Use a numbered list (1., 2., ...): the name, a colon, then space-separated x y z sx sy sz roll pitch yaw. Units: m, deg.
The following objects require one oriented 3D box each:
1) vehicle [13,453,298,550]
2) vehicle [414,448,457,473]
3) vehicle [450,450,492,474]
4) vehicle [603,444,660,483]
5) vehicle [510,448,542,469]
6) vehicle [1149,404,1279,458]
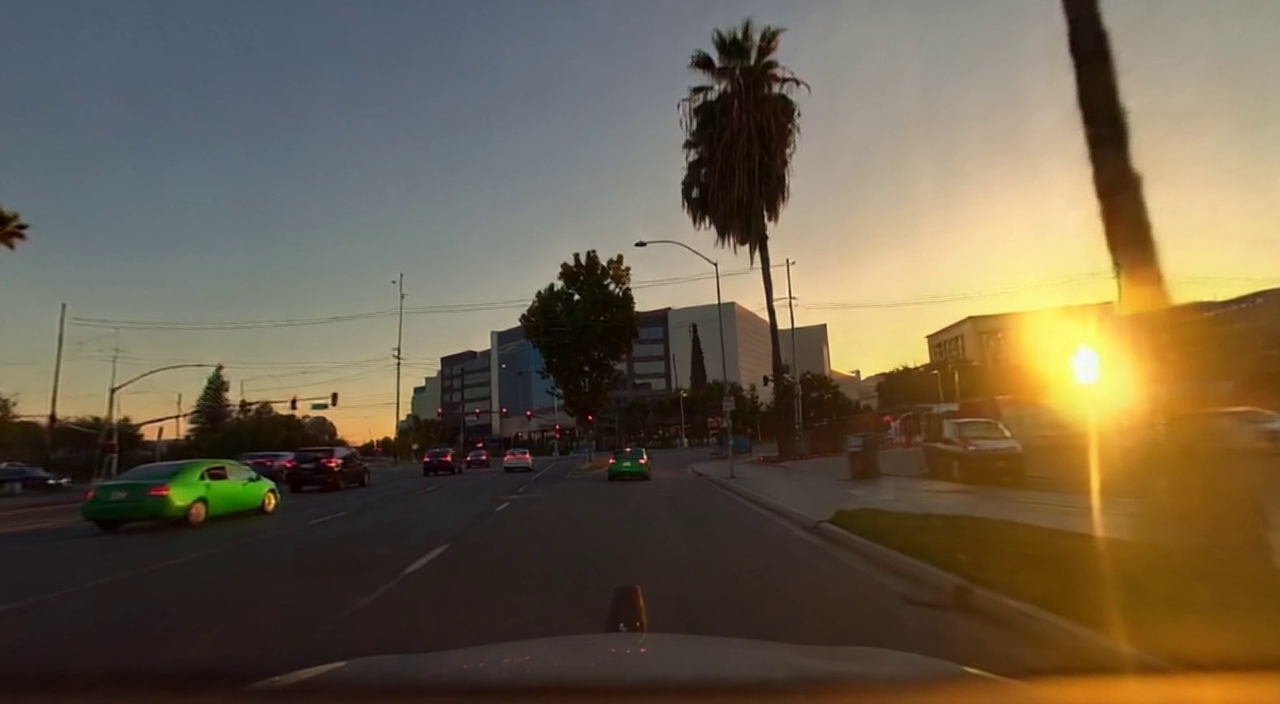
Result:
1. vehicle: -8.763 2.686 12.110 1.958 1.455 4.504 0 -9 -2
2. vehicle: -15.034 7.991 46.722 2.020 1.709 4.343 1 -9 -5
3. vehicle: -11.301 7.354 42.493 1.905 1.482 4.463 1 -9 -5
4. vehicle: -0.262 4.663 26.719 2.070 1.493 4.570 -1 -9 3
5. vehicle: -8.755 8.188 48.861 1.912 1.487 4.471 0 -9 -4
6. vehicle: 18.177 2.396 18.736 1.882 1.463 4.550 1 -9 -10
